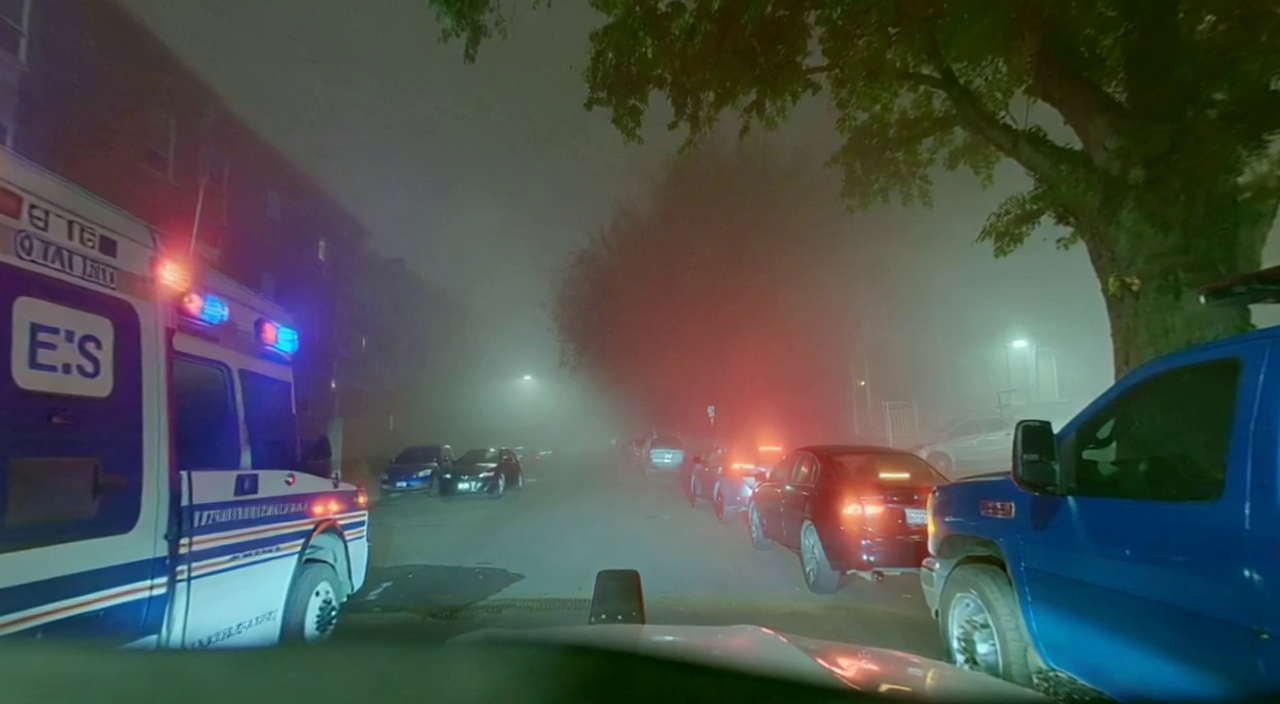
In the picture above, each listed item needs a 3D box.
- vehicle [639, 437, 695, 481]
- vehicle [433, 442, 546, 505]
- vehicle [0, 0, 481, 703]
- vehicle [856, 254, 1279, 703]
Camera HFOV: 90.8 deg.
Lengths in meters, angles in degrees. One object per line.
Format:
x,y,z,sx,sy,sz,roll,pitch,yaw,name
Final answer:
1.032,4.462,26.578,1.878,1.664,4.033,1,-8,-5,vehicle
-3.983,3.275,17.535,1.966,1.515,4.394,0,-8,1,vehicle
-2.650,0.286,1.911,2.705,2.859,6.875,0,-8,-2,vehicle
2.670,0.619,1.168,2.369,1.761,5.836,0,-8,-1,vehicle
